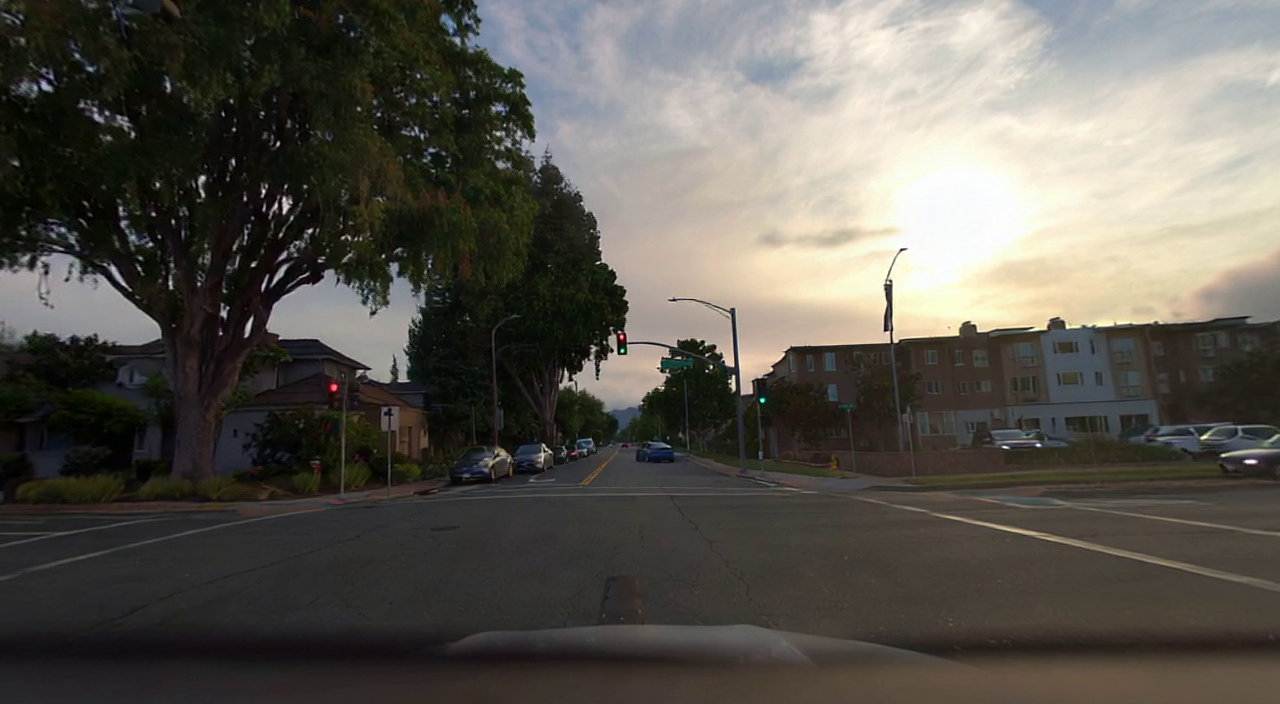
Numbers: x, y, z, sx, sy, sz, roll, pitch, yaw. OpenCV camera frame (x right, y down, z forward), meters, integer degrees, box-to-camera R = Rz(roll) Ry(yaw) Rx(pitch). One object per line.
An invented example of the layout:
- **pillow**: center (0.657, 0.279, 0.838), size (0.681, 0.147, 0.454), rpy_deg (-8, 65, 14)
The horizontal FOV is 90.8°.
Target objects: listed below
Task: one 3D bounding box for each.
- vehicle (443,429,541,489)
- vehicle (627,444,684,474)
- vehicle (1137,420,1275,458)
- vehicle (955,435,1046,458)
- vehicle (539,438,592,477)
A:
- **vehicle**: center (-6.500, 4.831, 28.968), size (2.896, 2.339, 7.322), rpy_deg (0, -9, -1)
- **vehicle**: center (0.761, 5.790, 34.512), size (2.056, 1.493, 4.535), rpy_deg (2, -9, -13)
- **vehicle**: center (33.271, 5.153, 37.230), size (5.969, 2.149, 2.331), rpy_deg (0, -9, -4)
- **vehicle**: center (24.969, 6.555, 43.833), size (5.172, 1.515, 1.851), rpy_deg (0, -9, -2)
- **vehicle**: center (-3.650, 5.280, 31.918), size (2.120, 1.783, 4.788), rpy_deg (0, -9, 0)
